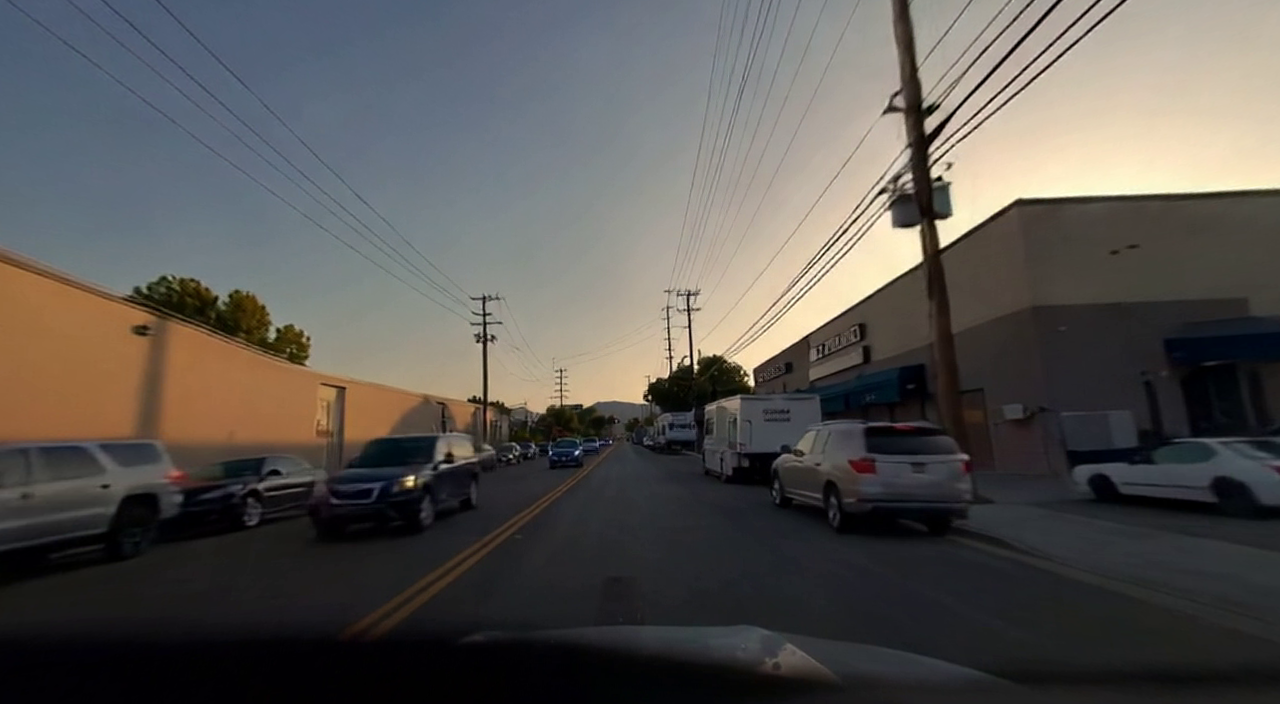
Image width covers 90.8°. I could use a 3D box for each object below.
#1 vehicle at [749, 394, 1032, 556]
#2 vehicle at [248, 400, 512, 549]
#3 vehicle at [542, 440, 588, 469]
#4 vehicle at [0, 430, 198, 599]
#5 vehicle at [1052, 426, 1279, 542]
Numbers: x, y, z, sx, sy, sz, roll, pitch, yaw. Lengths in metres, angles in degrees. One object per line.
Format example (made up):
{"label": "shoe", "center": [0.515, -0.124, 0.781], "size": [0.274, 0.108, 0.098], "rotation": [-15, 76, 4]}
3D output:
{"label": "vehicle", "center": [3.583, 1.914, 10.745], "size": [2.218, 1.956, 5.916], "rotation": [0, -8, -2]}
{"label": "vehicle", "center": [-4.095, 2.052, 11.442], "size": [2.275, 1.999, 5.723], "rotation": [0, -8, 1]}
{"label": "vehicle", "center": [-4.084, 5.660, 35.260], "size": [1.966, 1.482, 4.473], "rotation": [0, -8, 1]}
{"label": "vehicle", "center": [-7.690, 1.844, 7.316], "size": [1.933, 1.754, 4.514], "rotation": [-3, -7, 0]}
{"label": "vehicle", "center": [8.509, 1.823, 9.296], "size": [1.798, 1.370, 4.191], "rotation": [-2, -9, -4]}
